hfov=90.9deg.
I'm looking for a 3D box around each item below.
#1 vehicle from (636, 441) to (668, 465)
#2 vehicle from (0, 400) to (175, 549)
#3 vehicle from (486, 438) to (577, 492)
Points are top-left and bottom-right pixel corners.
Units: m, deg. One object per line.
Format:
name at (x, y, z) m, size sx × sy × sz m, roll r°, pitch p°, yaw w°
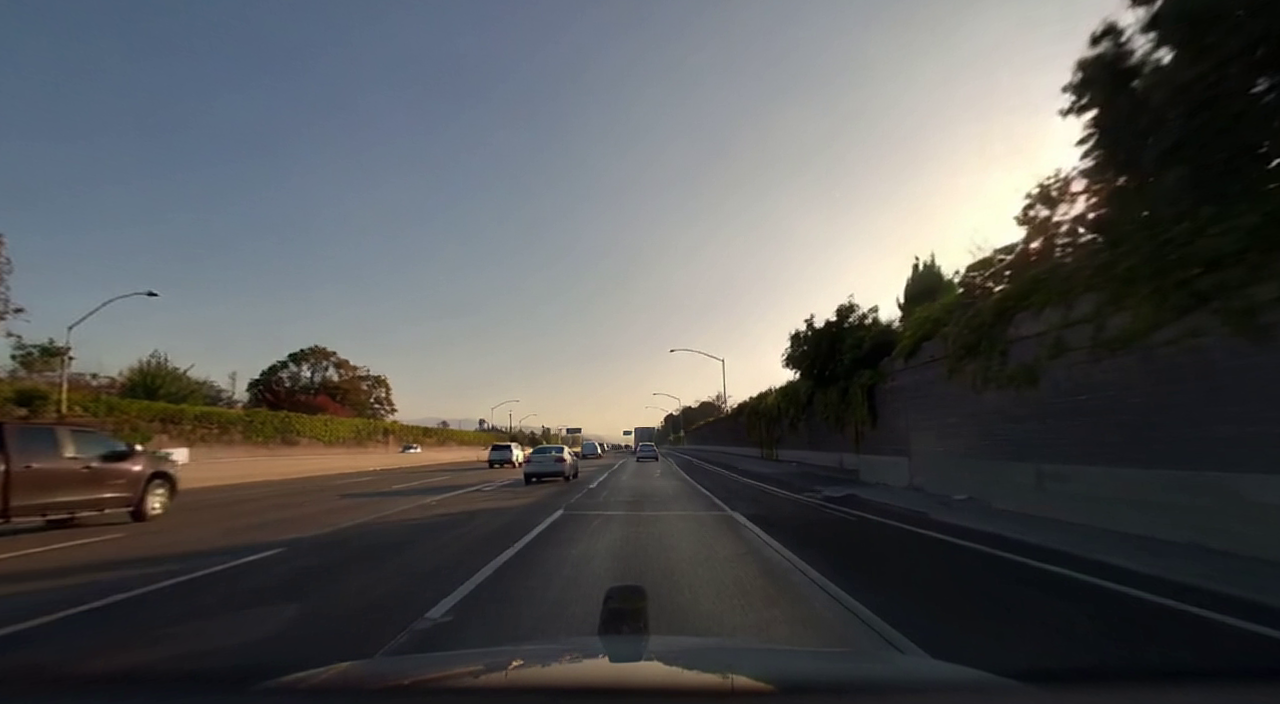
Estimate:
vehicle at (0.773, 6.736, 42.363) m, size 2.073 × 1.480 × 4.343 m, roll 0°, pitch -8°, yaw 0°
vehicle at (-9.923, 1.713, 8.850) m, size 2.339 × 2.018 × 5.790 m, roll -1°, pitch -8°, yaw 0°
vehicle at (-3.223, 3.448, 19.595) m, size 2.056 × 1.480 × 4.022 m, roll -1°, pitch -8°, yaw 1°
